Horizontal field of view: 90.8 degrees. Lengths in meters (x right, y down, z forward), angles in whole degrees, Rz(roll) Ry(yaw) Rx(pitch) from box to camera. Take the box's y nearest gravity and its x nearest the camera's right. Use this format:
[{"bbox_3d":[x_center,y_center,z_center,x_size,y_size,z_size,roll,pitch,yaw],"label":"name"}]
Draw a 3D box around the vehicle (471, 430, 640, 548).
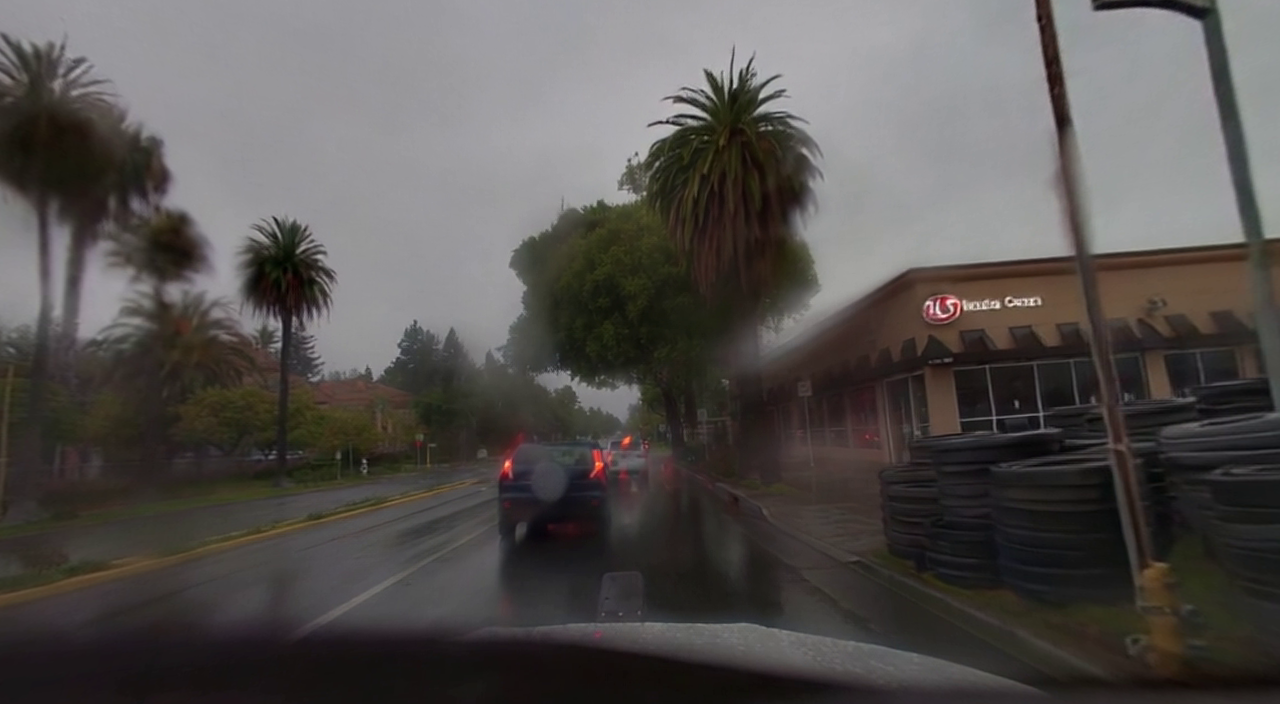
[{"bbox_3d":[-1.111,2.067,10.224,2.169,1.495,4.048,0,-8,-1],"label":"vehicle"}]
